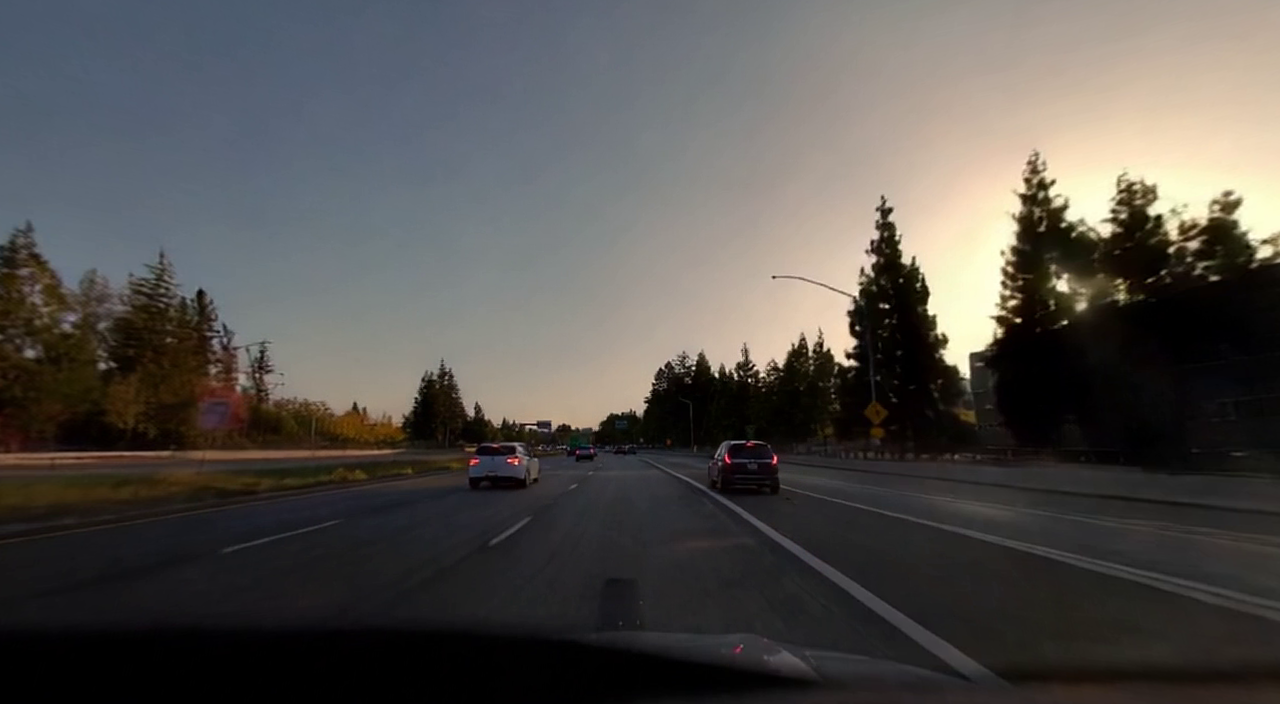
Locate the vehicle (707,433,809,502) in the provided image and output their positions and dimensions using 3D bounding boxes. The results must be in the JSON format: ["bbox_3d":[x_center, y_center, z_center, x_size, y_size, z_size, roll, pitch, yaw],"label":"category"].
[{"bbox_3d":[3.155,3.180,17.856,1.997,1.686,4.247,0,-8,-1],"label":"vehicle"}]

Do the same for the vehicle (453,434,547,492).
[{"bbox_3d":[-4.728,3.821,22.146,2.176,1.779,4.755,0,-8,0],"label":"vehicle"}]
